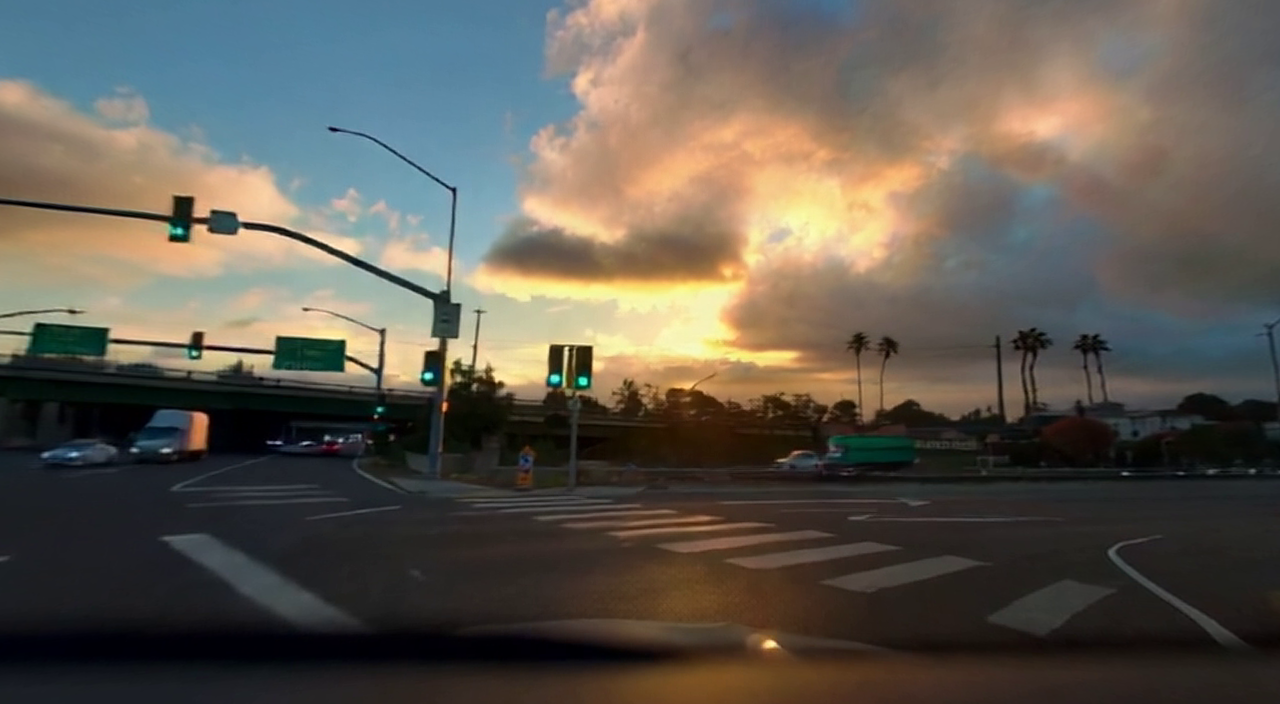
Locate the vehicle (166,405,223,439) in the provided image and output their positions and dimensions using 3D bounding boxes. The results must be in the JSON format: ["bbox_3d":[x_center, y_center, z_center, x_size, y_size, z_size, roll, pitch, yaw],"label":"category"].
[{"bbox_3d":[-34.375,5.523,48.946,2.698,2.312,7.326,5,-10,-29],"label":"vehicle"}]
